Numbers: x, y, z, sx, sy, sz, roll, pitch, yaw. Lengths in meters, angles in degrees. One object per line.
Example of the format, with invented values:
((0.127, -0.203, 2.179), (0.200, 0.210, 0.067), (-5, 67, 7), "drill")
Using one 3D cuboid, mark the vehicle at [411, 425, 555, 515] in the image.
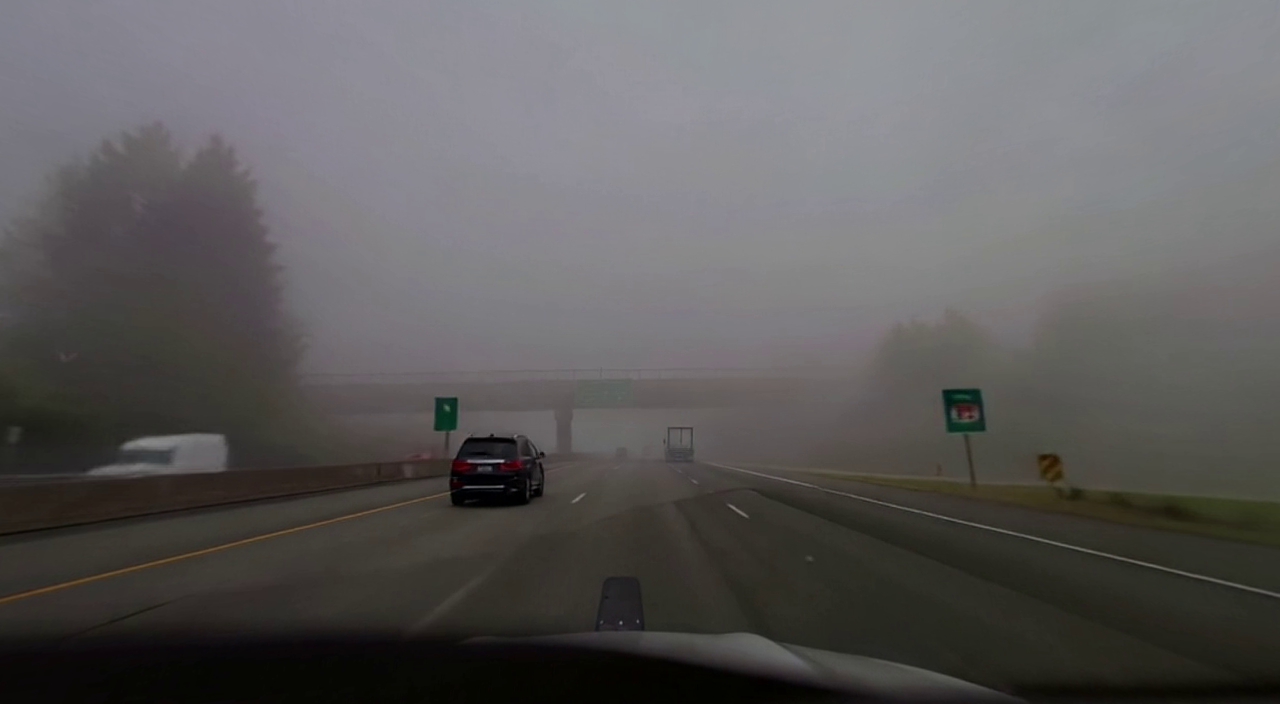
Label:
((-3.465, 2.732, 15.034), (2.238, 1.792, 4.518), (0, -9, 0), "vehicle")
